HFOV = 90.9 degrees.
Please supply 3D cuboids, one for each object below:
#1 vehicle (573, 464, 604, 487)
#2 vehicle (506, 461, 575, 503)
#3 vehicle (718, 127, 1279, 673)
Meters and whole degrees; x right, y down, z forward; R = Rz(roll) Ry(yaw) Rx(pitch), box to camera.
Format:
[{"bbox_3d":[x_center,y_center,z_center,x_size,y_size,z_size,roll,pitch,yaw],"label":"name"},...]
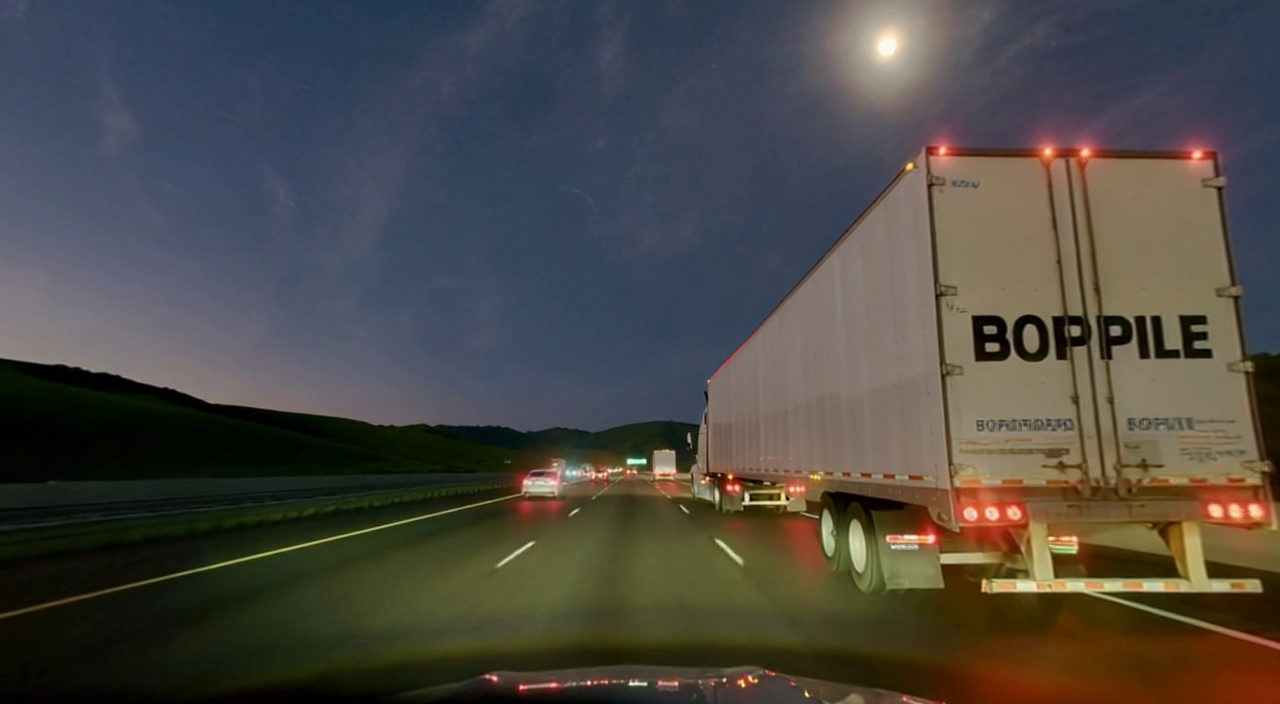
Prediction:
[{"bbox_3d":[-3.975,9.678,49.316,2.063,1.671,4.197,1,-11,0],"label":"vehicle"},{"bbox_3d":[-4.086,5.472,26.805,2.088,1.566,4.853,1,-11,1],"label":"vehicle"},{"bbox_3d":[3.791,1.491,11.604,2.839,4.062,14.051,1,-11,0],"label":"vehicle"}]
